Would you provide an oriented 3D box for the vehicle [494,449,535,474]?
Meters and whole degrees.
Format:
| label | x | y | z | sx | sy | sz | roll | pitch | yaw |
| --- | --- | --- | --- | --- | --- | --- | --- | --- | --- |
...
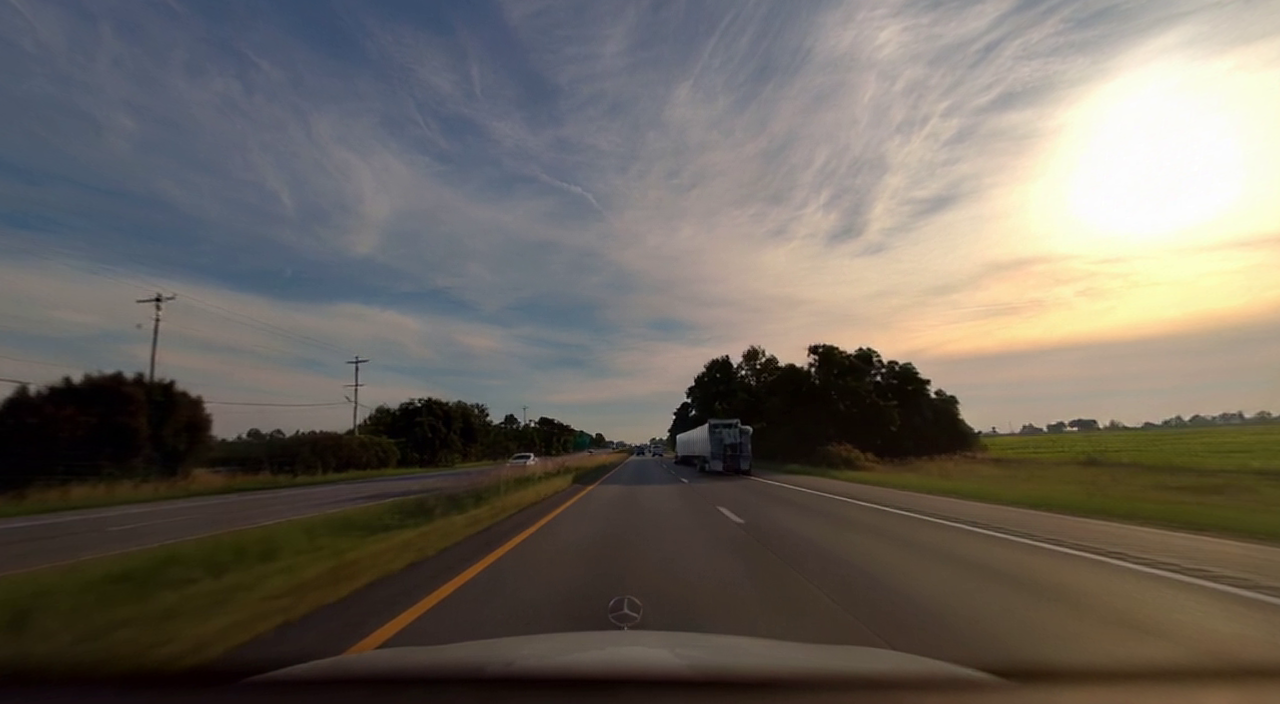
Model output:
| label | x | y | z | sx | sy | sz | roll | pitch | yaw |
| --- | --- | --- | --- | --- | --- | --- | --- | --- | --- |
| vehicle | -8.636 | 7.566 | 43.839 | 1.954 | 1.611 | 4.433 | 0 | -9 | 0 |

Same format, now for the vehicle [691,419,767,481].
| label | x | y | z | sx | sy | sz | roll | pitch | yaw |
| --- | --- | --- | --- | --- | --- | --- | --- | --- | --- |
| vehicle | 3.931 | 4.523 | 29.041 | 2.472 | 2.562 | 5.594 | 0 | -9 | -2 |
